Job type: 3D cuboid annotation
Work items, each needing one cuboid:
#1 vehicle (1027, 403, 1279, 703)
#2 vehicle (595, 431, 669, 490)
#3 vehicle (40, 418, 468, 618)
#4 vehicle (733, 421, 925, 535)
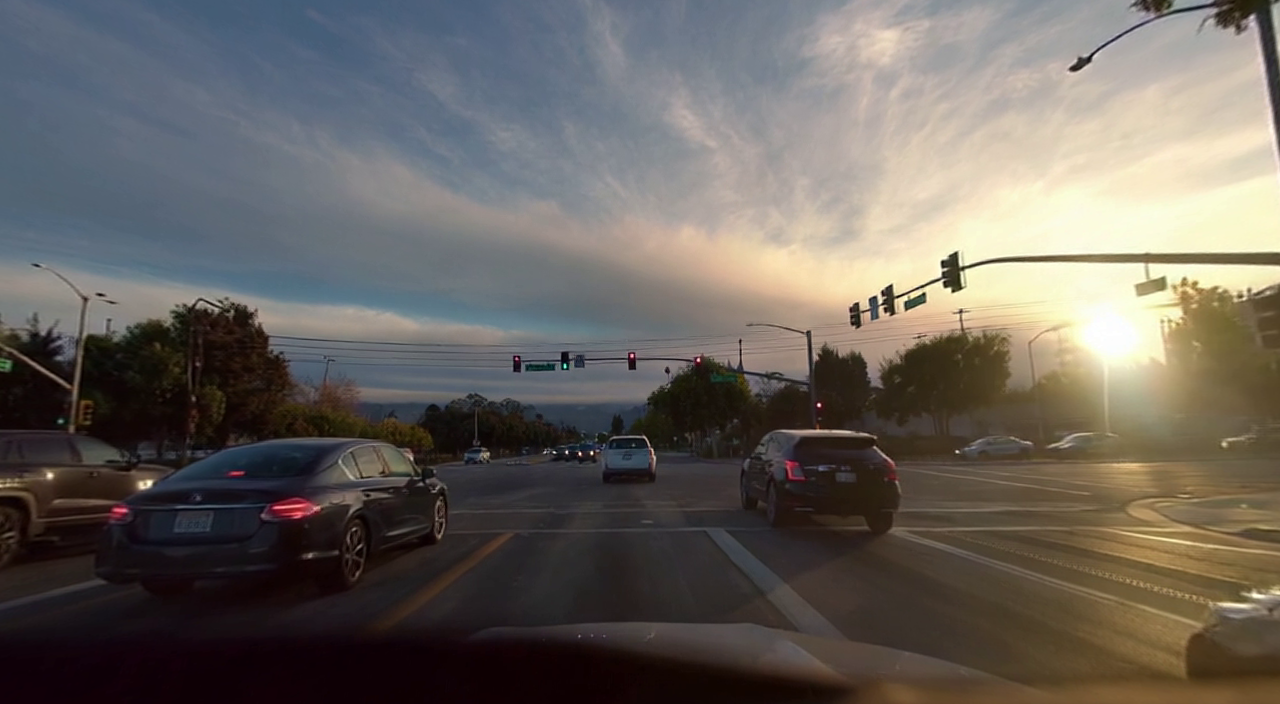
[{"bbox_3d":[3.168,0.790,1.318,1.960,1.460,4.233,0,-8,-1],"label":"vehicle"},{"bbox_3d":[-0.213,3.520,20.808,2.215,1.749,3.976,0,-8,1],"label":"vehicle"},{"bbox_3d":[-3.527,1.582,7.019,1.941,1.492,4.399,0,-8,1],"label":"vehicle"},{"bbox_3d":[3.191,2.229,11.814,2.097,1.707,4.461,0,-8,-2],"label":"vehicle"}]
